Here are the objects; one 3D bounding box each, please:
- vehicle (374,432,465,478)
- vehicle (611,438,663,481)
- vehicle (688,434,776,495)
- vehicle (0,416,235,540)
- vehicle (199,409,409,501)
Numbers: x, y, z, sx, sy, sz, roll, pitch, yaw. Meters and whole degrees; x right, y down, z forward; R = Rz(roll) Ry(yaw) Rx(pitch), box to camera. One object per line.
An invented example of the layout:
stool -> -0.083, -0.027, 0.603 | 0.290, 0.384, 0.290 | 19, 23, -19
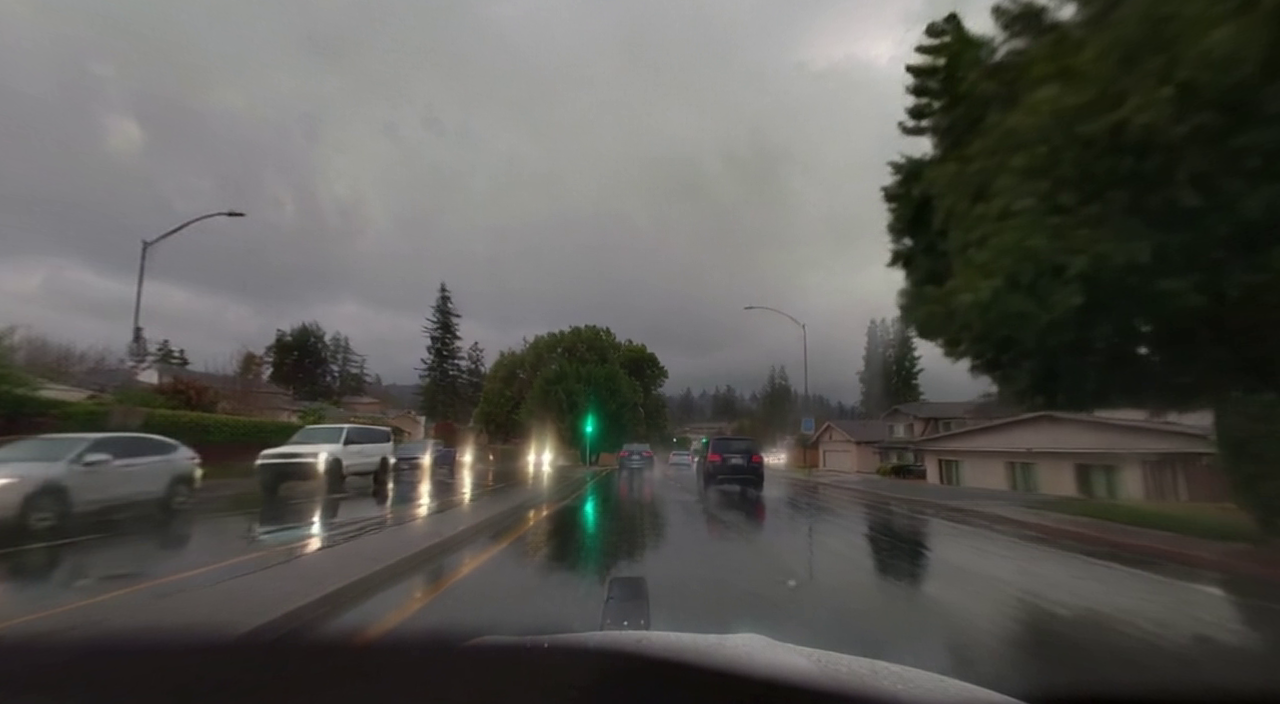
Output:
vehicle -> -9.155, 4.343, 26.753 | 1.893, 1.735, 5.318 | 0, -9, 0
vehicle -> -0.156, 4.876, 28.857 | 2.185, 1.822, 4.391 | 0, -9, -1
vehicle -> 2.914, 3.673, 20.970 | 2.166, 1.799, 4.372 | 0, -9, -1
vehicle -> -9.339, 2.041, 10.761 | 1.988, 1.663, 4.316 | 0, -9, -1
vehicle -> -9.094, 2.913, 18.188 | 2.037, 2.113, 7.185 | 0, -9, 1
